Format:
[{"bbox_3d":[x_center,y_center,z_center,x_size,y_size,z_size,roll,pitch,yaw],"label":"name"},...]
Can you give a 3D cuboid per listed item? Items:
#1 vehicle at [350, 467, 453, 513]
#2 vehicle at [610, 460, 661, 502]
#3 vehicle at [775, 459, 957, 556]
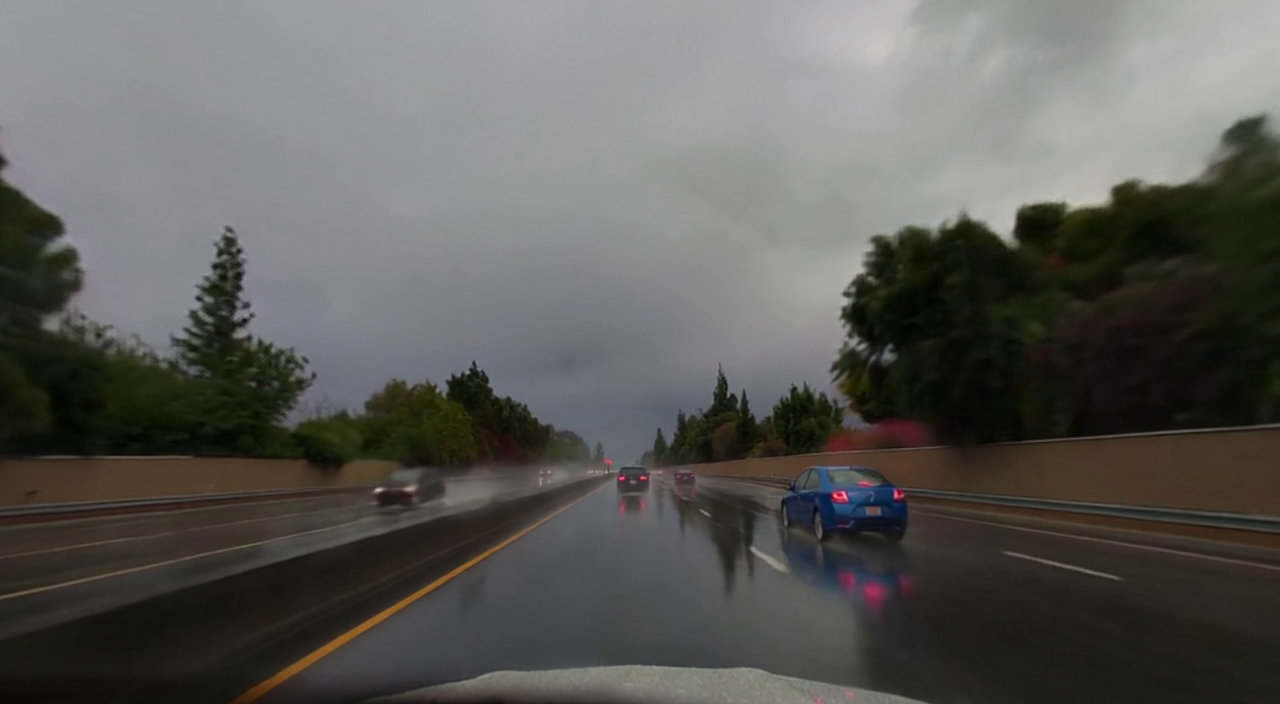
[{"bbox_3d":[-8.476,4.945,22.894,2.006,1.468,4.450,1,-11,0],"label":"vehicle"},{"bbox_3d":[-0.196,5.532,27.188,2.037,1.605,3.833,1,-11,0],"label":"vehicle"},{"bbox_3d":[4.037,2.863,12.112,1.938,1.494,4.032,1,-11,-1],"label":"vehicle"}]
